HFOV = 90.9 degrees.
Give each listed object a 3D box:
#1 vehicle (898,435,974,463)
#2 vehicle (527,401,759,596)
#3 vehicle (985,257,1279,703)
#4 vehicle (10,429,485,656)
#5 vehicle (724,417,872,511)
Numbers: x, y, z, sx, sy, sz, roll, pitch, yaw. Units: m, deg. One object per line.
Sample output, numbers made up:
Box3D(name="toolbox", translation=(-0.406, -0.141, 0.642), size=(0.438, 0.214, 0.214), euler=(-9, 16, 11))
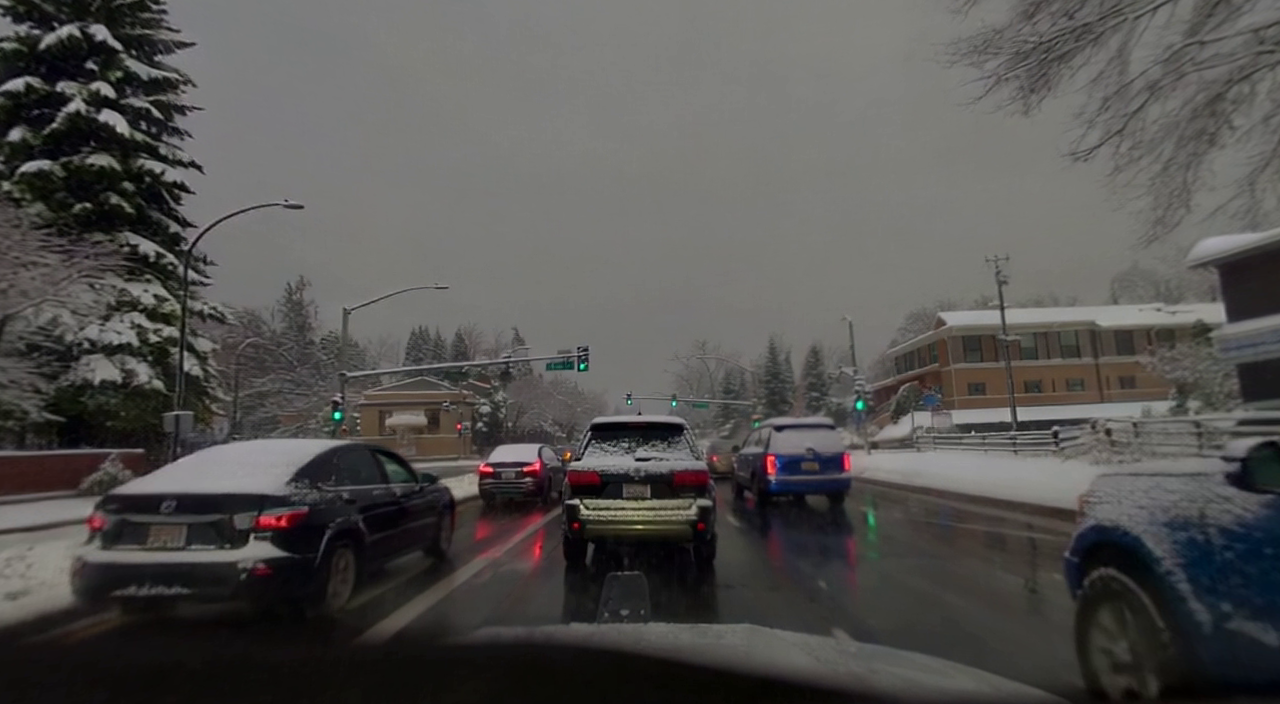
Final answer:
Box3D(name="vehicle", translation=(21.265, 6.994, 45.464), size=(4.437, 1.863, 2.068), euler=(0, -5, 2))
Box3D(name="vehicle", translation=(0.046, 1.633, 7.793), size=(2.113, 1.768, 3.901), euler=(0, -8, 1))
Box3D(name="vehicle", translation=(3.271, 0.442, 0.614), size=(2.571, 1.857, 5.841), euler=(0, -8, 0))
Box3D(name="vehicle", translation=(-3.183, 1.612, 6.595), size=(1.909, 1.476, 4.751), euler=(0, -8, 0))
Box3D(name="vehicle", translation=(3.600, 2.705, 15.677), size=(2.408, 1.908, 5.355), euler=(0, -8, 2))
